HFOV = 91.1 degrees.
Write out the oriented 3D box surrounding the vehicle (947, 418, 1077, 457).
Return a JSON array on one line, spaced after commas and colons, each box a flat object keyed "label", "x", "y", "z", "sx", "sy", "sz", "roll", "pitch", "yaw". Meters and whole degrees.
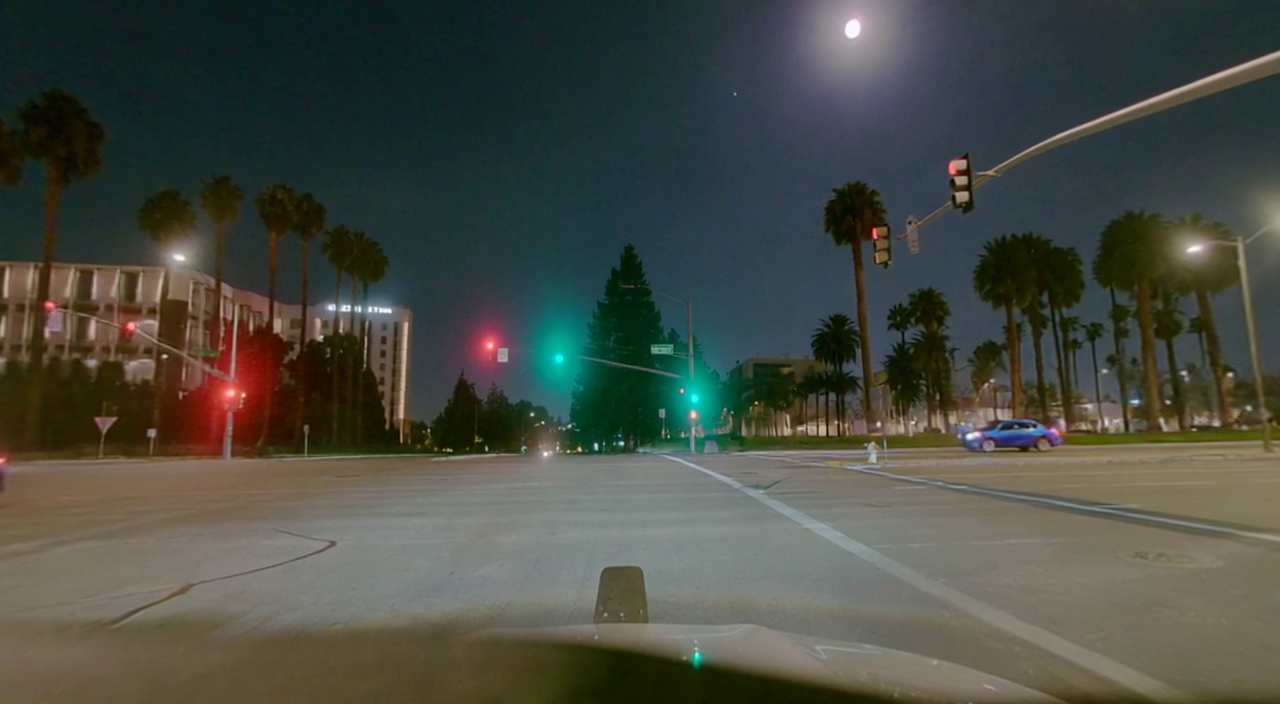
[{"label": "vehicle", "x": 17.490, "y": 4.048, "z": 29.675, "sx": 4.820, "sy": 1.751, "sz": 2.050, "roll": 0, "pitch": -8, "yaw": -1}]
